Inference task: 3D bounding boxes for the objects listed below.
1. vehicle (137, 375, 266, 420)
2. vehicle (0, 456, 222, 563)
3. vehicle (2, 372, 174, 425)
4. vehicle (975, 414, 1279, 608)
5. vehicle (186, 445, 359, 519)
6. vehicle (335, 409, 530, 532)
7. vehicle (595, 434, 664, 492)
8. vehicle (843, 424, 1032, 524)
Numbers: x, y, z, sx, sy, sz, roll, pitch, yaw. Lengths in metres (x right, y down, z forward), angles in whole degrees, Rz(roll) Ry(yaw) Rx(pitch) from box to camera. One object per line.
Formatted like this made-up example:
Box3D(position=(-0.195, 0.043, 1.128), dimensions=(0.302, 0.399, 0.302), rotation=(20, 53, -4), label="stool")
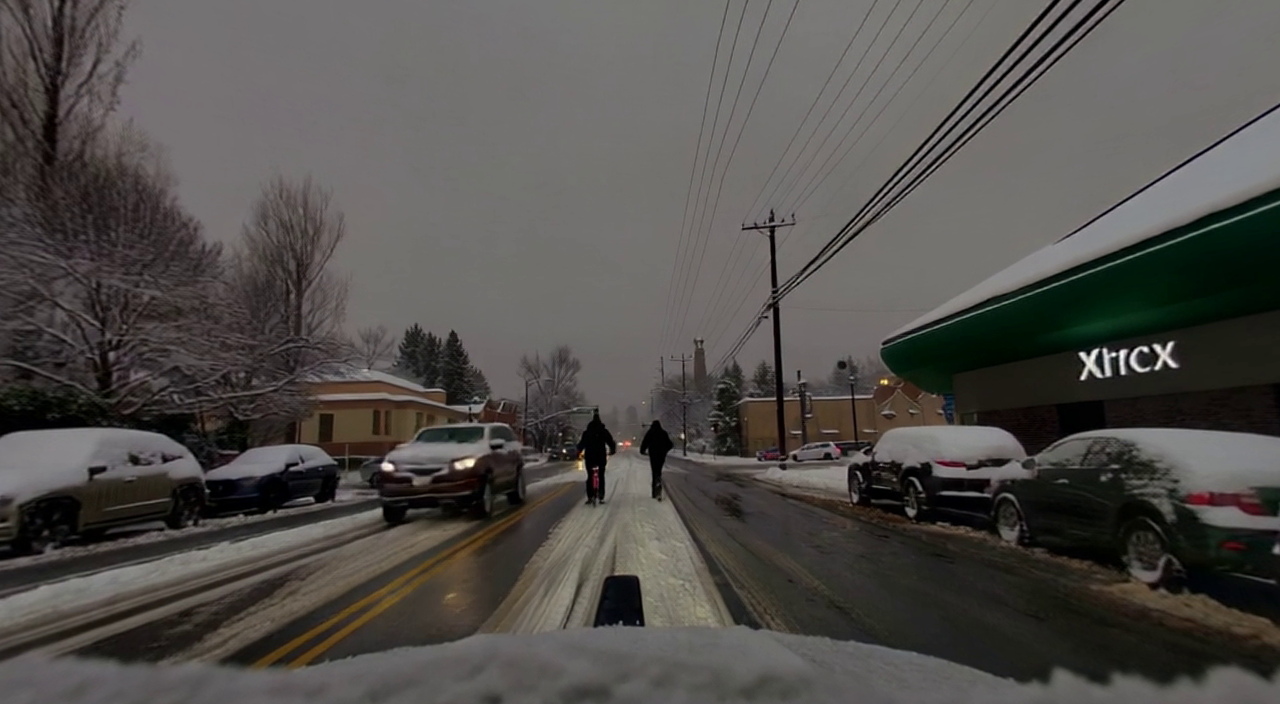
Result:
Box3D(position=(-17.124, 1.824, 24.799), dimensions=(3.685, 1.584, 1.708), rotation=(1, -9, -3), label="vehicle")
Box3D(position=(-10.237, 2.713, 11.680), dimensions=(1.904, 1.495, 4.585), rotation=(0, -8, 0), label="vehicle")
Box3D(position=(-17.277, 1.499, 19.925), dimensions=(3.750, 1.495, 1.727), rotation=(-1, -8, -2), label="vehicle")
Box3D(position=(5.869, 1.587, 7.191), dimensions=(1.900, 1.566, 3.995), rotation=(0, -8, 0), label="vehicle")
Box3D(position=(-10.265, 3.605, 18.243), dimensions=(2.075, 1.816, 4.900), rotation=(0, -8, -1), label="vehicle")
Box3D(position=(-3.761, 2.260, 12.646), dimensions=(2.184, 1.954, 4.898), rotation=(0, -8, 0), label="vehicle")
Box3D(position=(-0.353, 3.809, 21.987), dimensions=(2.190, 1.783, 4.048), rotation=(0, -8, -1), label="vehicle")
Box3D(position=(5.801, 2.411, 12.990), dimensions=(1.873, 1.714, 3.979), rotation=(0, -8, -1), label="vehicle")
